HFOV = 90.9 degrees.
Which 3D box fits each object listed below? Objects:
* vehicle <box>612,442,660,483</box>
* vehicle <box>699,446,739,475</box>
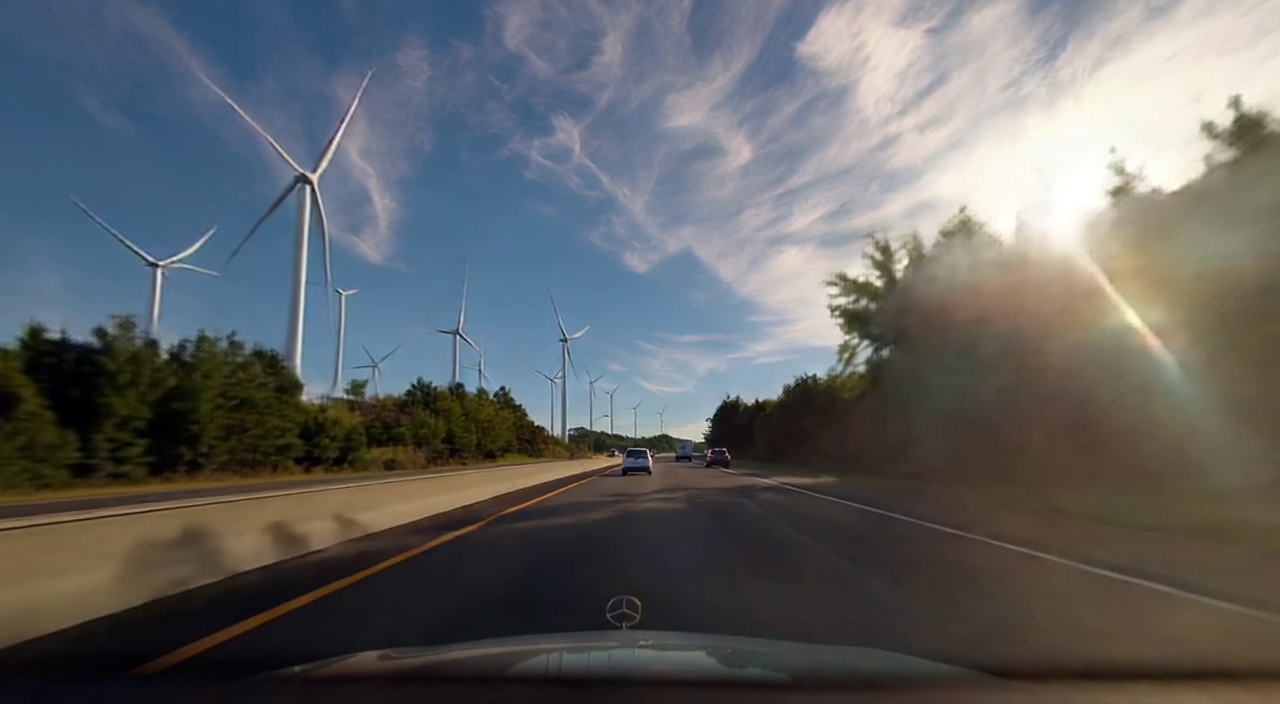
[{"bbox_3d":[-0.168,5.041,29.065,2.038,1.723,4.150,0,-9,0],"label":"vehicle"},{"bbox_3d":[4.970,6.846,40.063,2.040,1.721,4.507,0,-9,1],"label":"vehicle"}]
